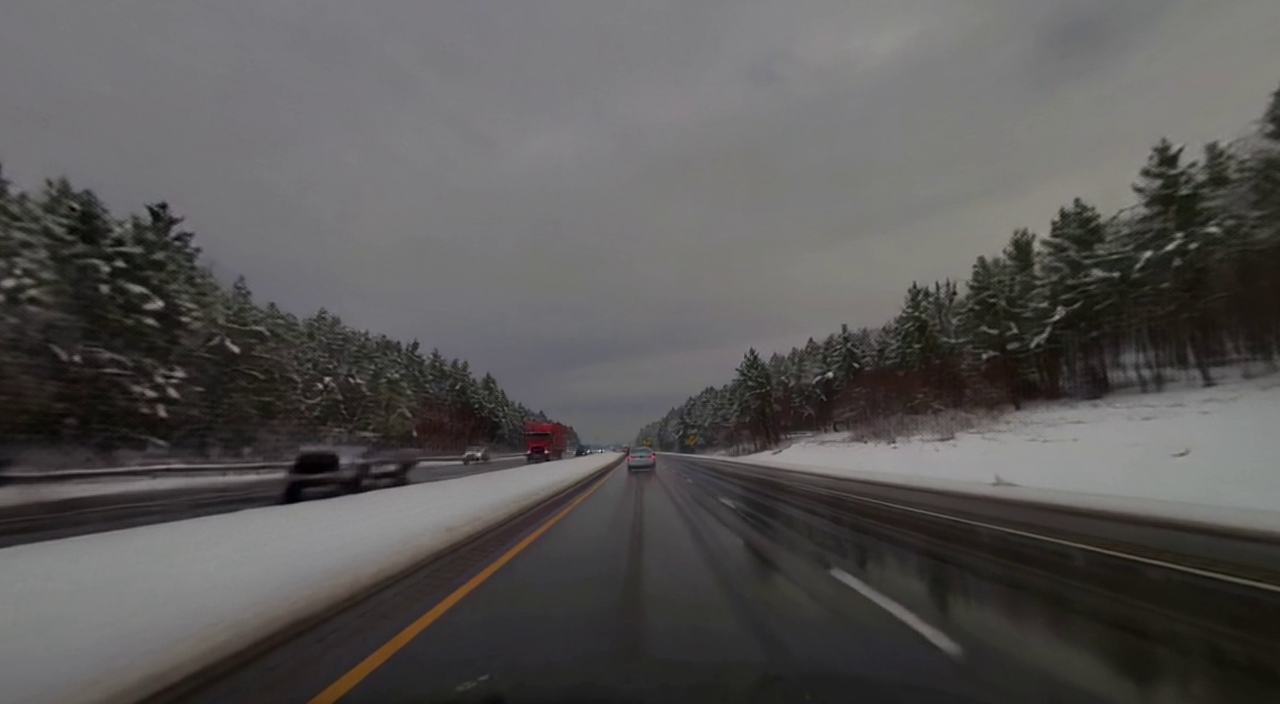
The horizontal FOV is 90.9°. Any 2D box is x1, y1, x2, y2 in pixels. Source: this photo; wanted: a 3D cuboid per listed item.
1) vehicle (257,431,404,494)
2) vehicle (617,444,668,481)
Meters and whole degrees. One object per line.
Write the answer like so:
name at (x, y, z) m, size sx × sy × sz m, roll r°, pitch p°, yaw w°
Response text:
vehicle at (-8.875, 3.213, 18.632) m, size 2.061 × 1.622 × 4.452 m, roll 0°, pitch -9°, yaw 0°
vehicle at (0.065, 4.917, 28.318) m, size 2.114 × 1.523 × 4.012 m, roll 0°, pitch -9°, yaw -1°
